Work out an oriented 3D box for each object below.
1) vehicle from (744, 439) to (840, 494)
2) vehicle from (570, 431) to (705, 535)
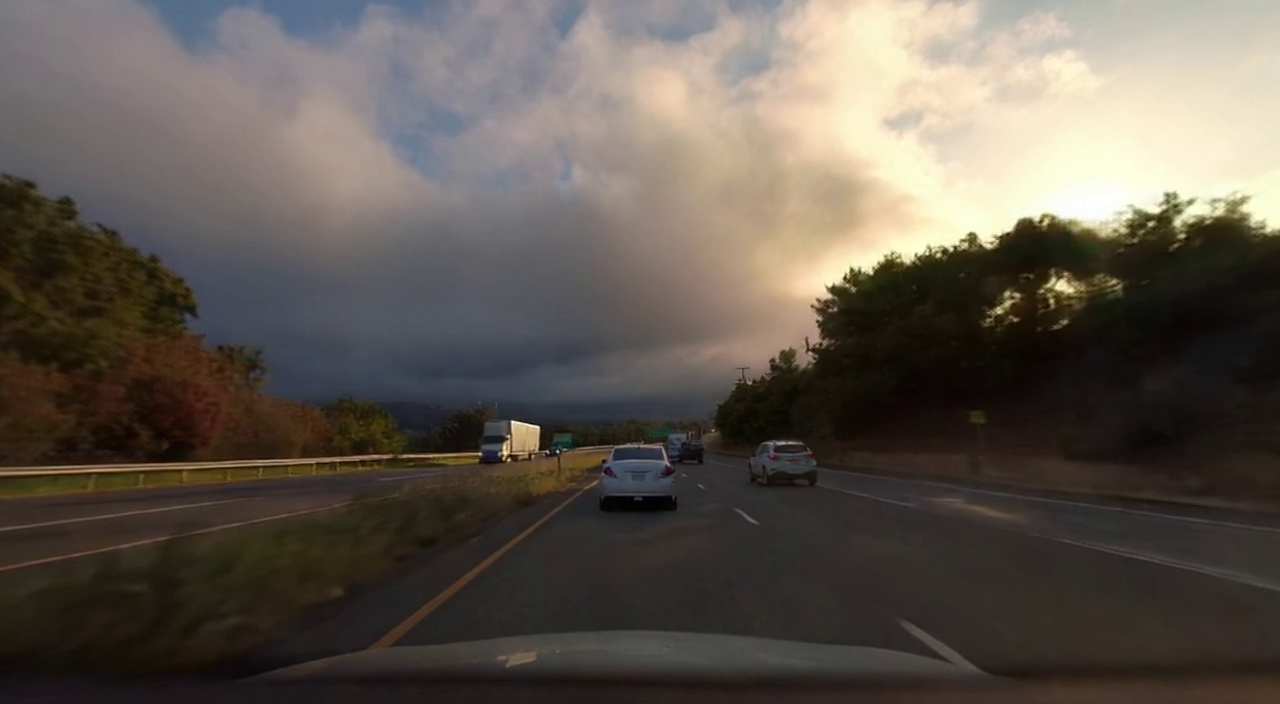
[{"bbox_3d":[4.631,3.537,19.783,1.931,1.516,3.995,0,-9,-1],"label":"vehicle"},{"bbox_3d":[-0.077,2.322,11.657,2.088,1.580,3.657,0,-9,-1],"label":"vehicle"}]
